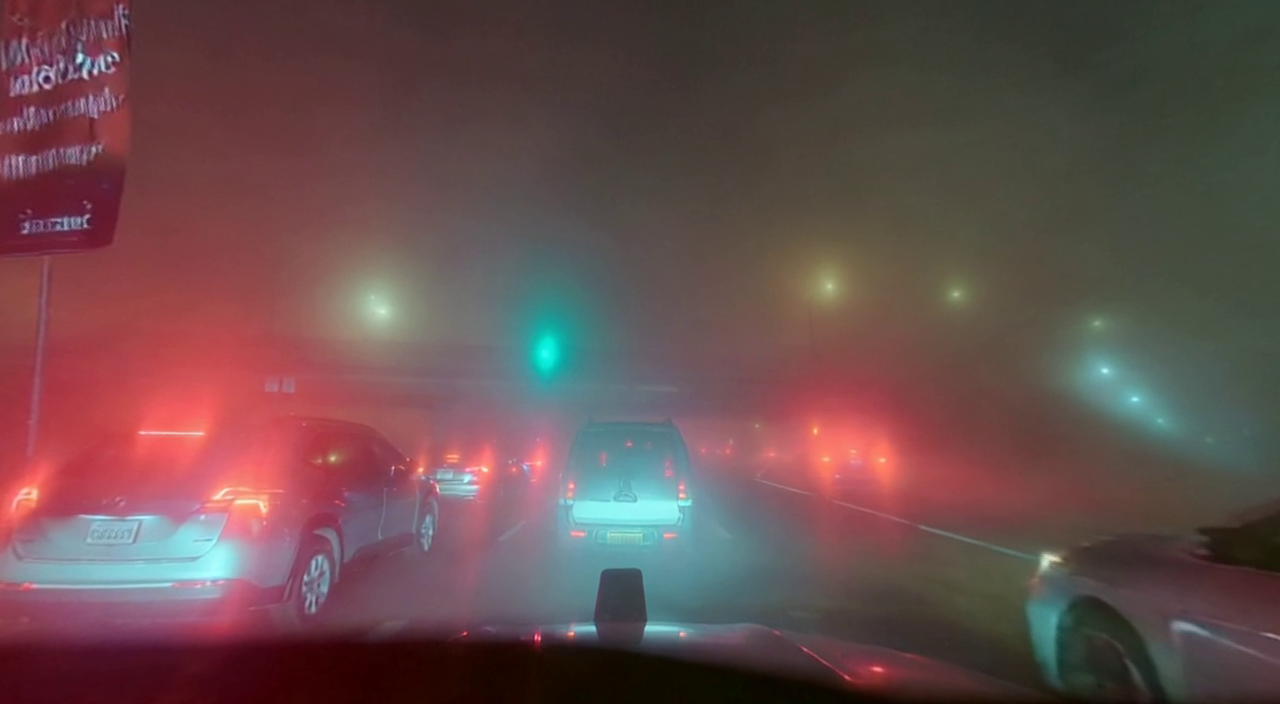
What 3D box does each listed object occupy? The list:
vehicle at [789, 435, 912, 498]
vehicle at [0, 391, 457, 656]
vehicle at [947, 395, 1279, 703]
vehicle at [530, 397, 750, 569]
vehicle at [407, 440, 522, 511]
[{"bbox_3d":[6.420,3.527,19.827,2.191,1.730,4.658,0,-9,-1],"label":"vehicle"},{"bbox_3d":[-3.502,1.431,6.279,2.039,1.709,4.265,0,-9,0],"label":"vehicle"},{"bbox_3d":[2.984,0.784,1.282,2.228,1.472,4.939,0,-9,0],"label":"vehicle"},{"bbox_3d":[-0.084,1.765,9.210,2.409,1.864,4.471,0,-9,-2],"label":"vehicle"},{"bbox_3d":[-4.154,2.946,15.426,1.797,1.505,3.506,0,-9,0],"label":"vehicle"}]
